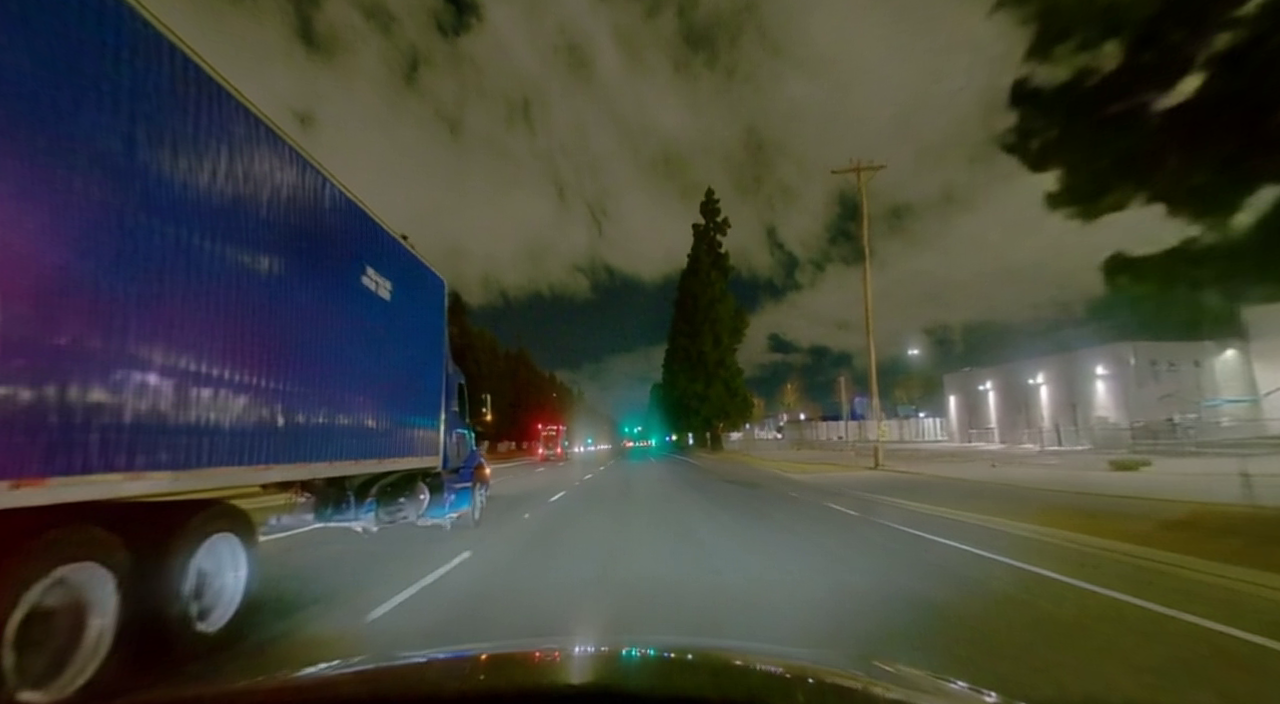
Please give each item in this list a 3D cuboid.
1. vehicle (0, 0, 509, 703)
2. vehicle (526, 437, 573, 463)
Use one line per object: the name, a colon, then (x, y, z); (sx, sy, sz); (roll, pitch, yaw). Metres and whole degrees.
vehicle: (-3.501, 0.318, 5.217); (2.910, 3.419, 8.376); (0, -8, 1)
vehicle: (-6.999, 7.691, 49.818); (2.743, 1.832, 7.257); (0, -8, 0)
